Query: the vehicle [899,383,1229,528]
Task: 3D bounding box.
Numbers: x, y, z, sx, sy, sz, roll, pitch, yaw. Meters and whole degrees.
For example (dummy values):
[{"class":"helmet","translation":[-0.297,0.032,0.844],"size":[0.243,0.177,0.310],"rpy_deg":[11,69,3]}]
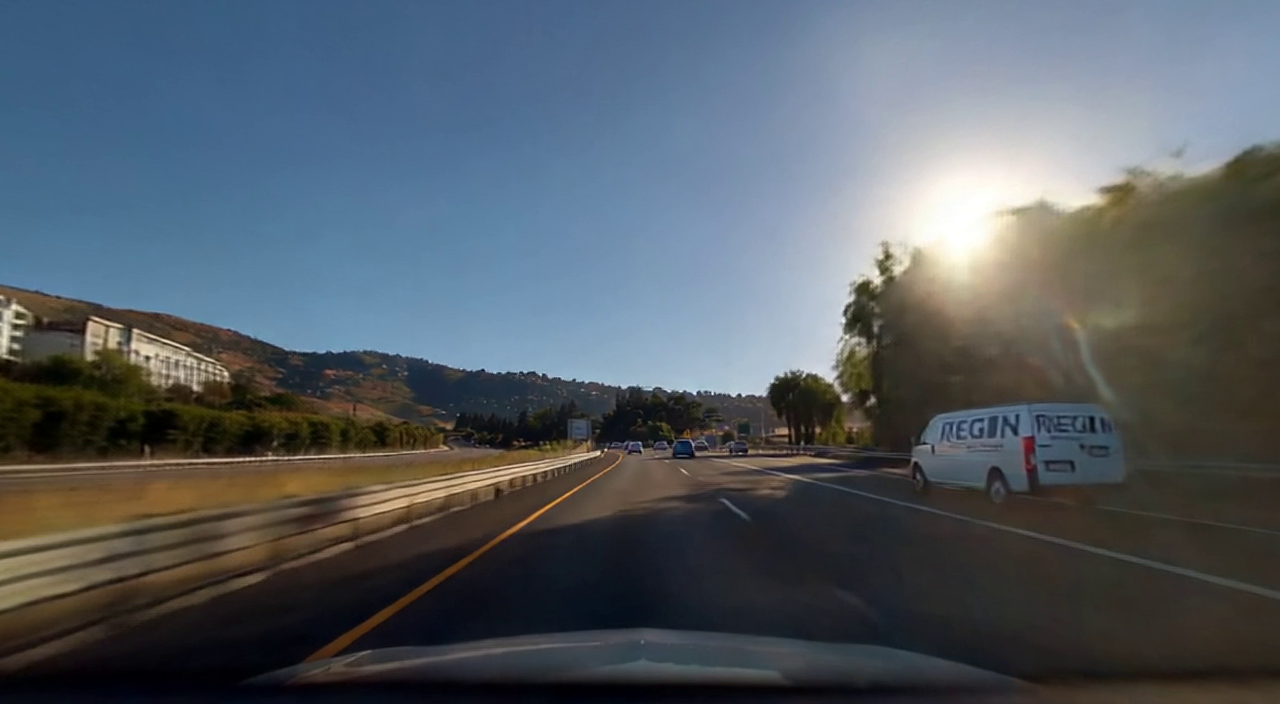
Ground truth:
[{"class":"vehicle","translation":[7.179,1.873,11.809],"size":[2.275,2.059,5.543],"rpy_deg":[0,-8,0]}]
